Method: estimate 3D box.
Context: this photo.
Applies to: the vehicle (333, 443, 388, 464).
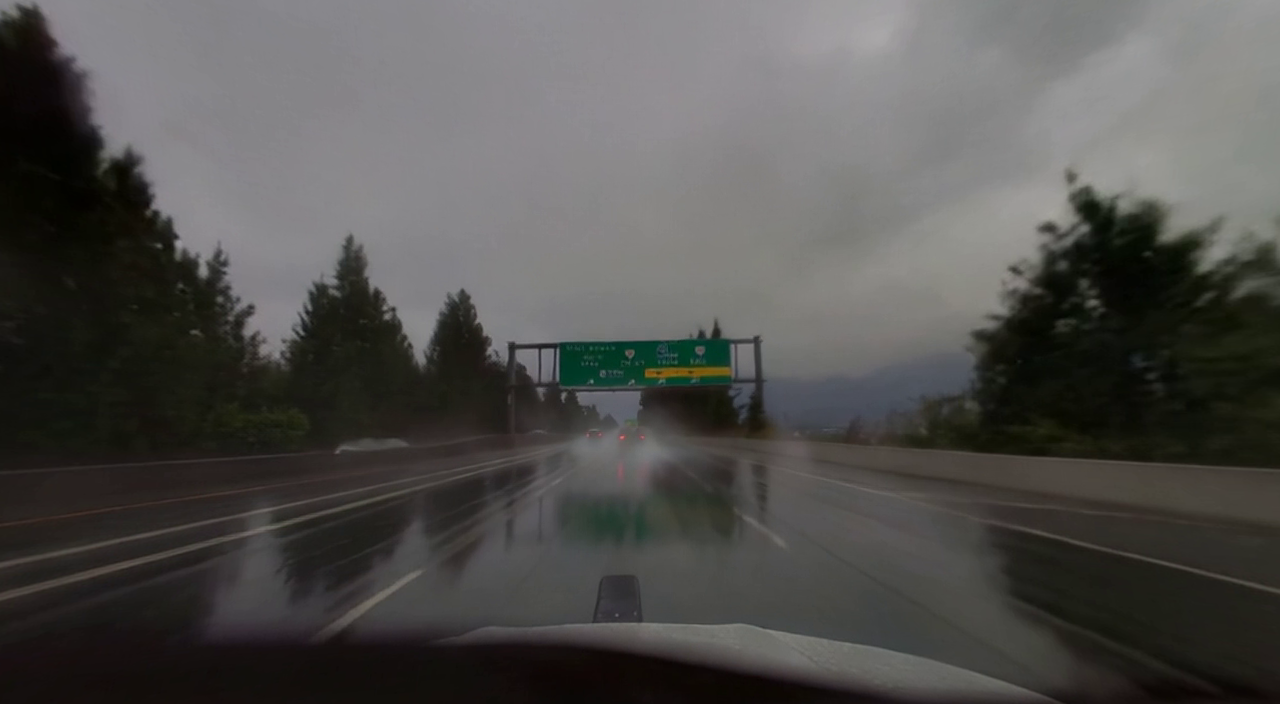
[{"bbox_3d":[-21.056,7.654,47.654,1.857,1.373,5.627,0,-7,-3],"label":"vehicle"}]
